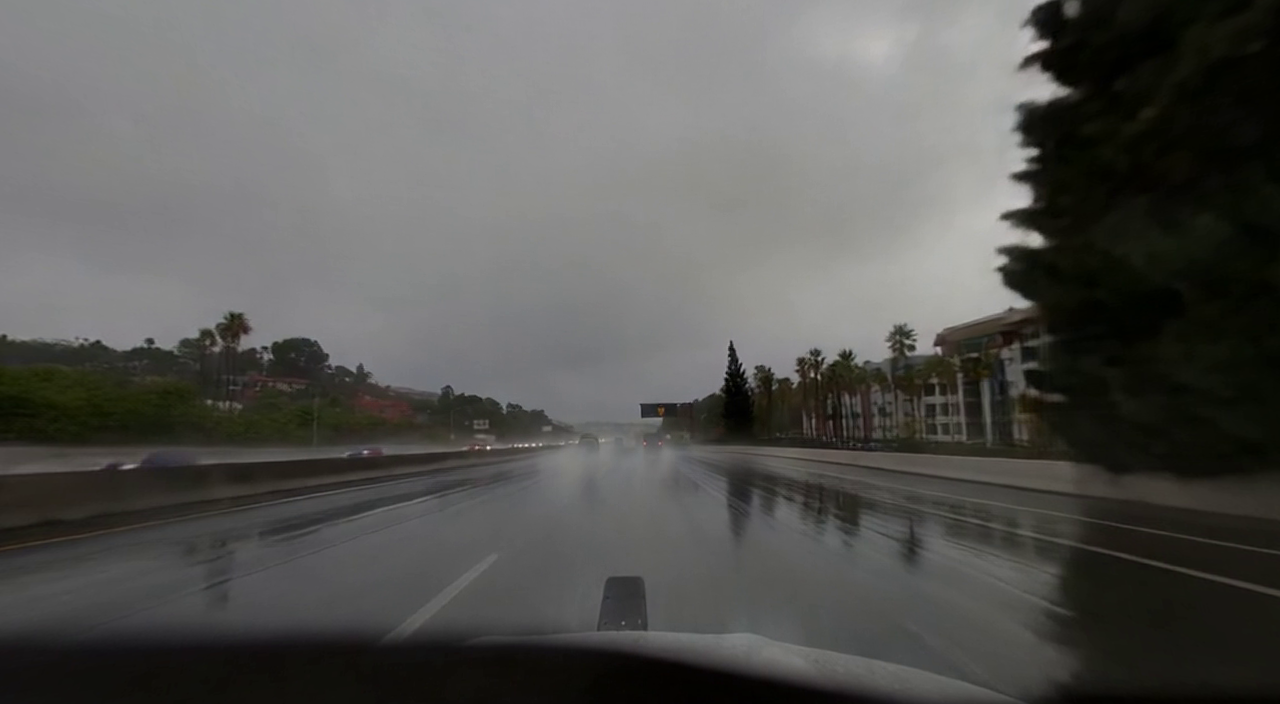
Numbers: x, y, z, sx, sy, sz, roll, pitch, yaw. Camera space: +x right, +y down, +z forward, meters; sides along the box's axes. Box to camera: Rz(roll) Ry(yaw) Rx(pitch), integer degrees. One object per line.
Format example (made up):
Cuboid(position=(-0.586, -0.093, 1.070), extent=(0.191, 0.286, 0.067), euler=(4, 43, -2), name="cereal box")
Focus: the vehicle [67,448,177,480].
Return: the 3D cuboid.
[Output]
Cuboid(position=(-27.344, 5.906, 33.368), extent=(1.849, 1.495, 4.684), euler=(0, -8, 0), name="vehicle")
